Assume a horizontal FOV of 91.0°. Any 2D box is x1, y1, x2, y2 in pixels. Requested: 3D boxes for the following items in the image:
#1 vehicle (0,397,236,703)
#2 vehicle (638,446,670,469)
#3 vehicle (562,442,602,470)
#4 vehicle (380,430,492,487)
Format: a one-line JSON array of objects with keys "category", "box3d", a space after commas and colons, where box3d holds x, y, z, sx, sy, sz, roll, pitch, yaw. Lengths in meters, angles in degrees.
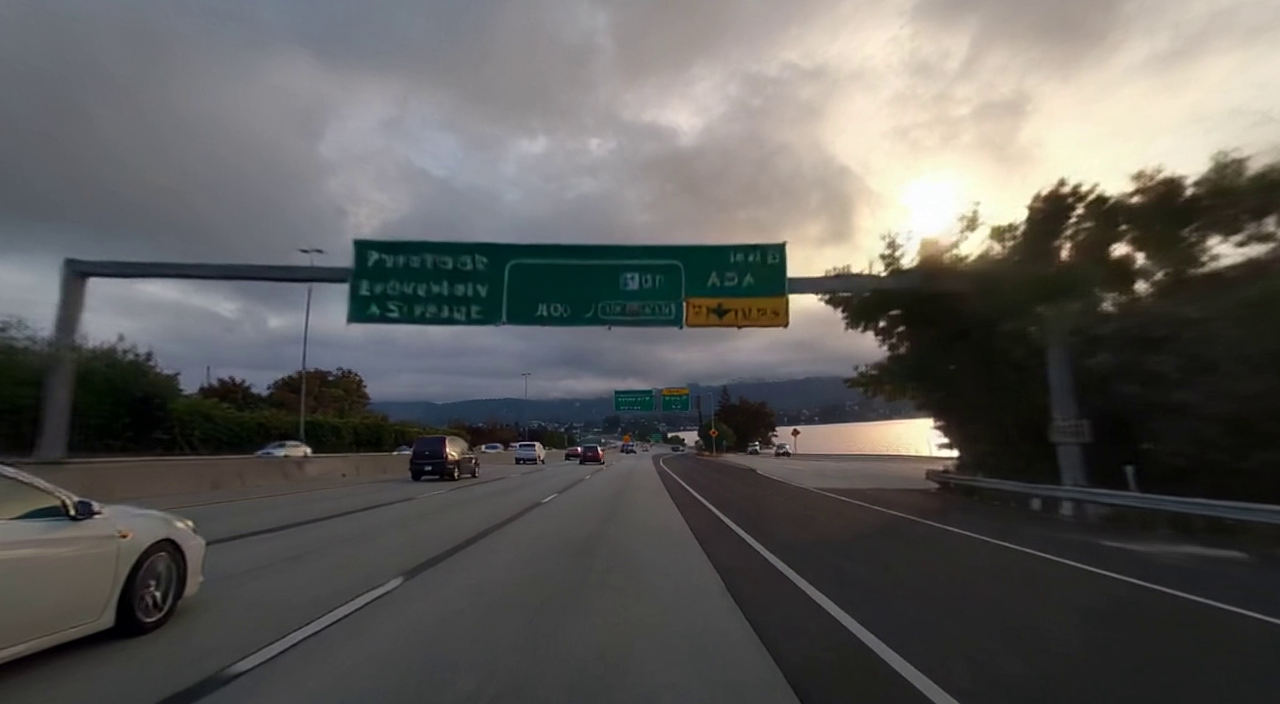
[{"category": "vehicle", "box3d": [-4.191, 0.917, 2.566, 2.027, 1.547, 4.511, 0, -9, 1]}, {"category": "vehicle", "box3d": [1.009, 7.484, 44.901, 2.153, 1.510, 4.646, 0, -9, 2]}, {"category": "vehicle", "box3d": [-3.787, 6.856, 41.696, 2.132, 1.708, 4.571, 0, -9, 1]}, {"category": "vehicle", "box3d": [-7.511, 3.979, 23.924, 2.250, 1.870, 5.647, 0, -9, 1]}]
